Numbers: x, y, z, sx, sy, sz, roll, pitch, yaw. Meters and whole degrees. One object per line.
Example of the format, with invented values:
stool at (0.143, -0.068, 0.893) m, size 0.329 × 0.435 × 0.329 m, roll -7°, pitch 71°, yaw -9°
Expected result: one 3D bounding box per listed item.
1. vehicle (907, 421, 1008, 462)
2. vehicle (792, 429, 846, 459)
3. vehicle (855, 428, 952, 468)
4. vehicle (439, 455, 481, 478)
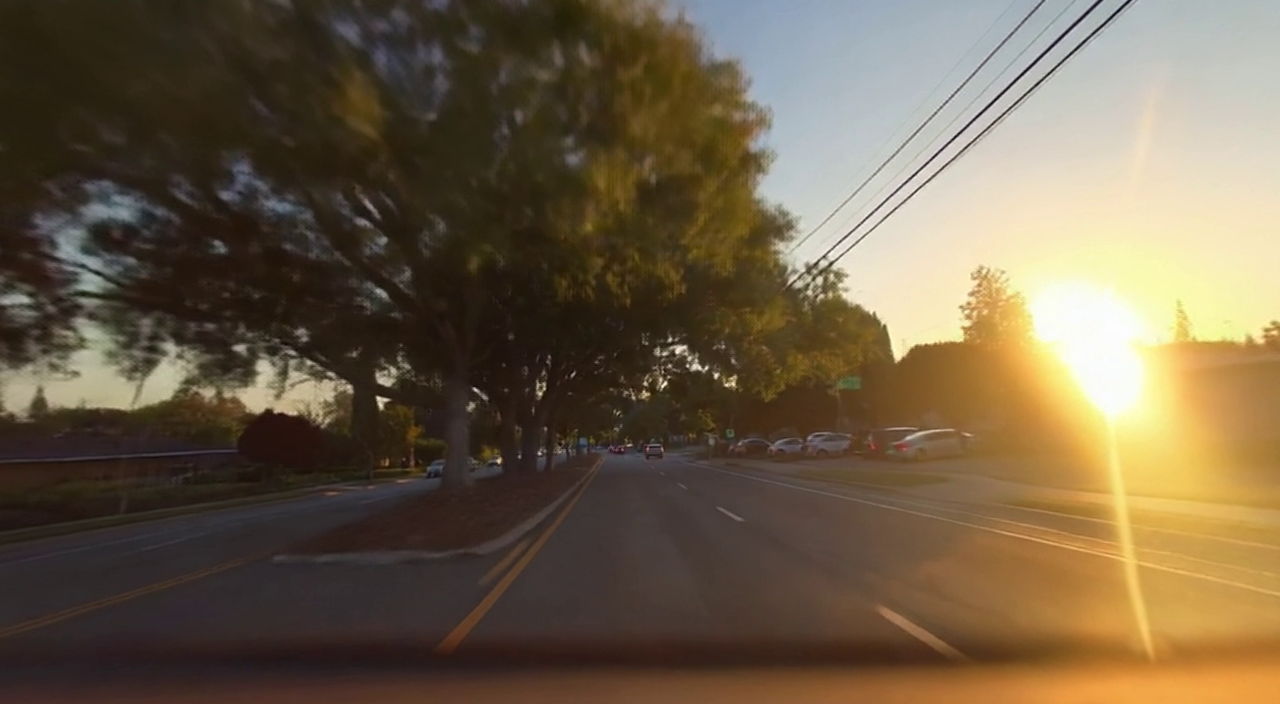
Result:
vehicle at (12.988, 3.718, 26.175) m, size 1.889 × 1.499 × 4.218 m, roll -1°, pitch -8°, yaw -1°
vehicle at (11.089, 5.737, 39.441) m, size 2.044 × 1.716 × 4.637 m, roll -1°, pitch -8°, yaw 1°
vehicle at (10.492, 3.881, 25.618) m, size 1.847 × 1.455 × 4.650 m, roll -1°, pitch -8°, yaw -1°
vehicle at (-12.620, 8.036, 44.582) m, size 1.851 × 1.459 × 4.295 m, roll -1°, pitch -8°, yaw -2°
